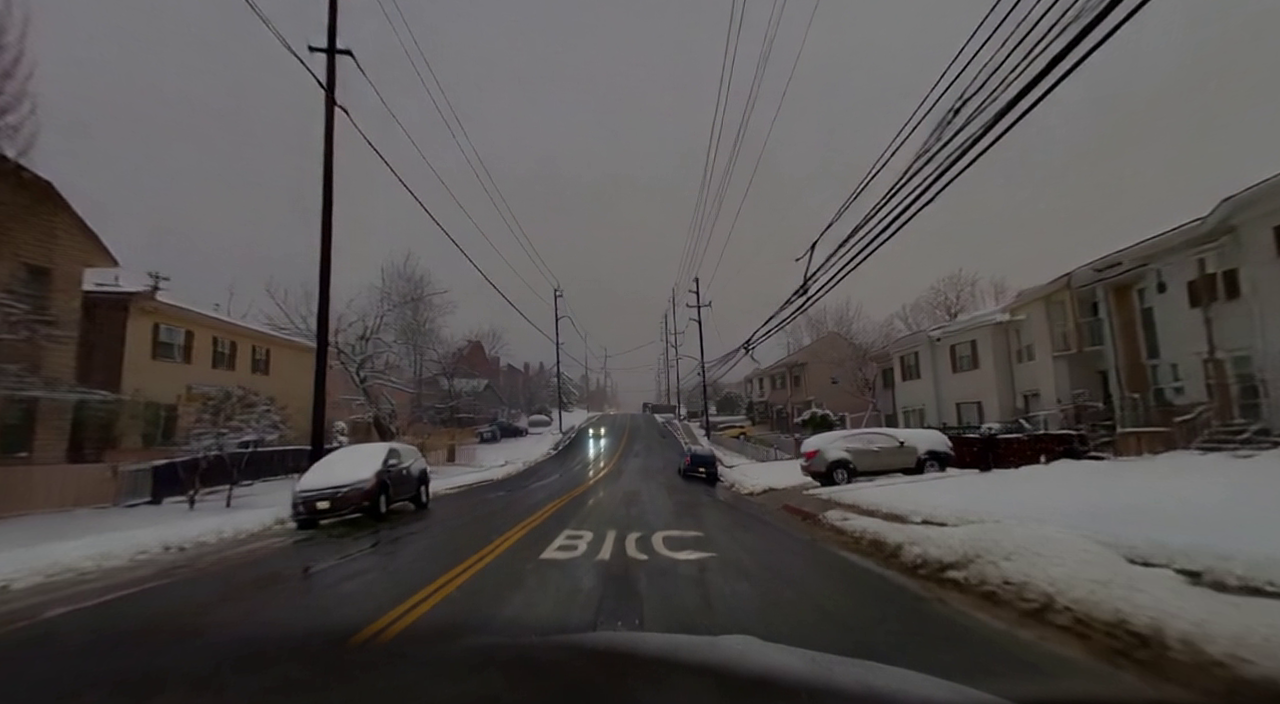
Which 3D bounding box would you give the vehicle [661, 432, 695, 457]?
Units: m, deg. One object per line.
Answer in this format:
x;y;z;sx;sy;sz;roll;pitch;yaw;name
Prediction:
2.893;7.209;48.989;2.211;1.860;4.813;0;-8;-1;vehicle

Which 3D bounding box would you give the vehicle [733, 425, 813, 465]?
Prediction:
8.013;5.646;38.264;4.286;2.044;1.913;-5;-8;-1;vehicle

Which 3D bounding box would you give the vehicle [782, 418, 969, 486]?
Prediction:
7.960;3.441;21.759;5.512;1.846;2.115;-4;-8;1;vehicle

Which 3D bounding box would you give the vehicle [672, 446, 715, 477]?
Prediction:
2.835;5.876;34.045;2.063;1.503;4.415;0;-8;2;vehicle

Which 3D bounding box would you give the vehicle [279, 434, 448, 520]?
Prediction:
-6.703;3.193;15.952;2.156;1.764;4.410;-2;-12;1;vehicle
